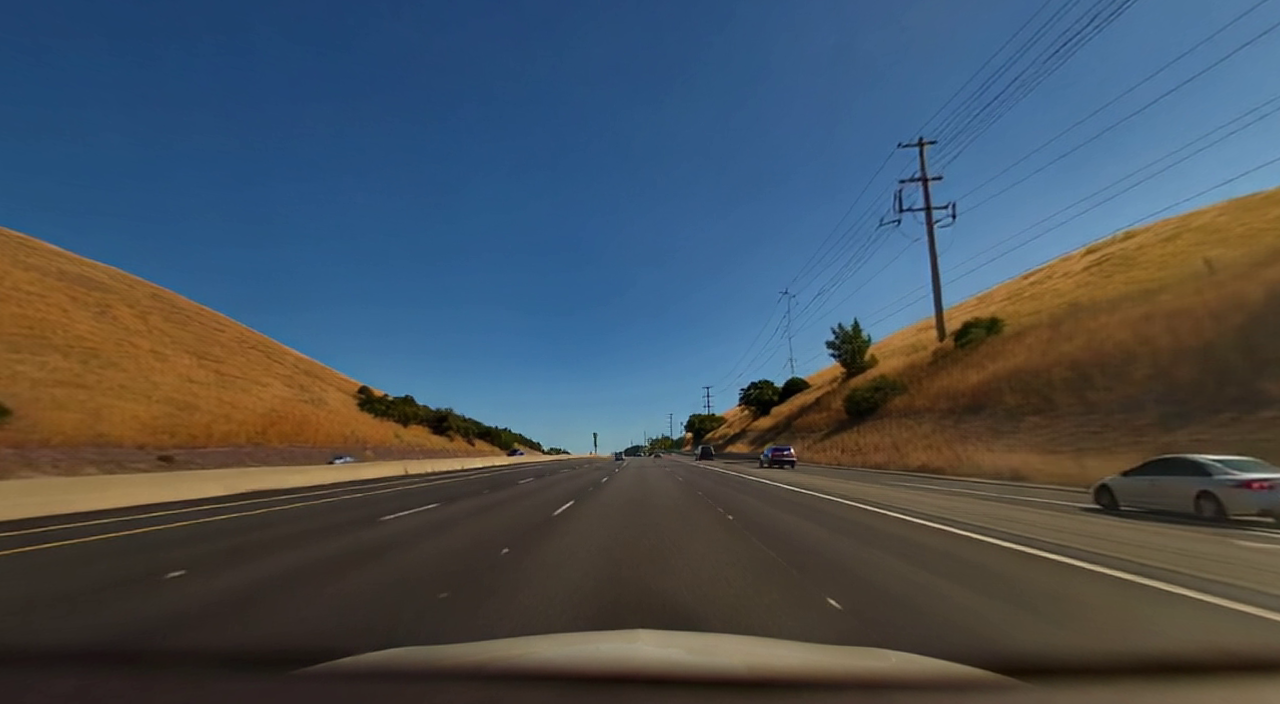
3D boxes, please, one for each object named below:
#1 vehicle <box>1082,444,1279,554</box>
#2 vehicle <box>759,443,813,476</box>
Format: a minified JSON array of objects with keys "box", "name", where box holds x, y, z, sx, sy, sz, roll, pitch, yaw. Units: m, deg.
[{"box":[9.665,2.289,10.424,1.884,1.486,3.770,0,-9,-1],"name":"vehicle"},{"box":[8.741,6.476,38.153,2.108,1.870,4.435,0,-9,-1],"name":"vehicle"}]
